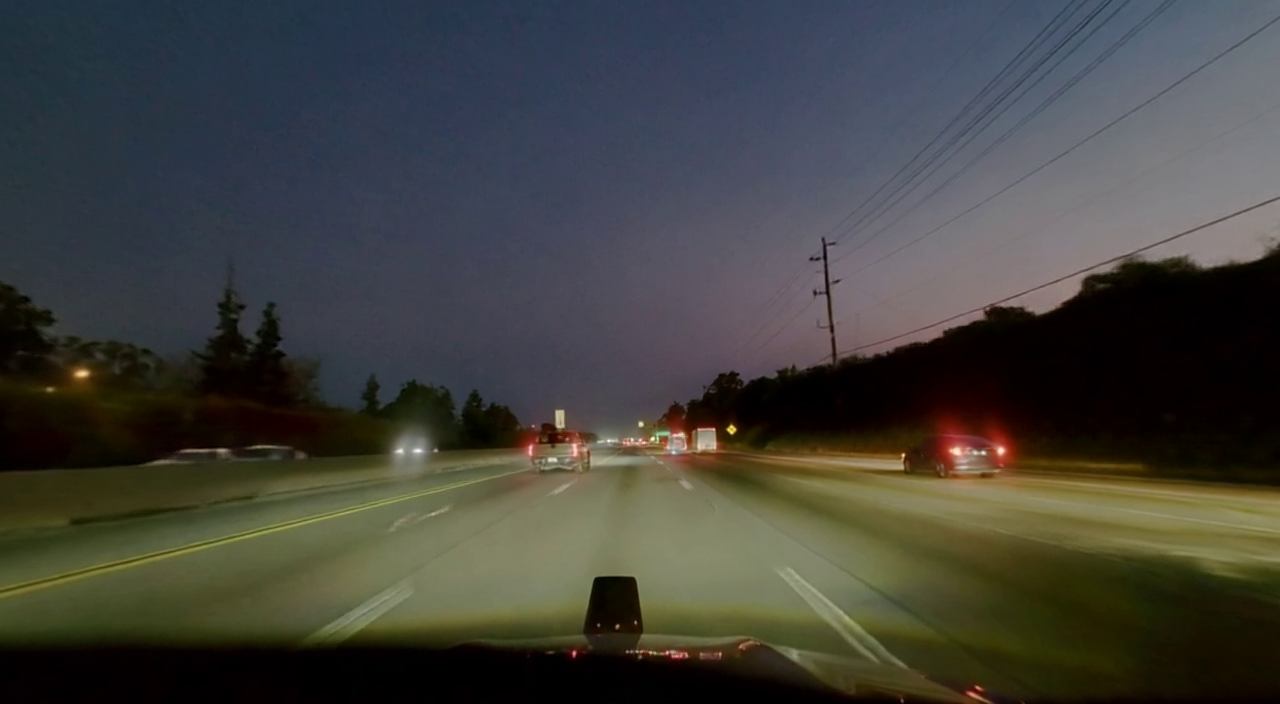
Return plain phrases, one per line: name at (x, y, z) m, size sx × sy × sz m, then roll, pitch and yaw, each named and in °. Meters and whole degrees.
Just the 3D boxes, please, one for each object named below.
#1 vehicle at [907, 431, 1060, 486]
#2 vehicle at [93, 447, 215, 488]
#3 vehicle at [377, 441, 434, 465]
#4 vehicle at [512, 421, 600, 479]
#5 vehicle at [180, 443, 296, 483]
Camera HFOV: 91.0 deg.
vehicle at (10.396, 3.256, 19.560) m, size 2.076 × 1.470 × 4.644 m, roll 0°, pitch -9°, yaw -1°
vehicle at (-21.901, 5.187, 28.638) m, size 1.892 × 1.704 × 4.500 m, roll 0°, pitch -9°, yaw 0°
vehicle at (-17.874, 7.728, 48.333) m, size 2.245 × 1.774 × 5.296 m, roll 0°, pitch -9°, yaw 1°
vehicle at (-3.159, 3.930, 25.294) m, size 2.508 × 2.023 × 6.176 m, roll 0°, pitch -9°, yaw 2°
vehicle at (-18.114, 4.997, 28.687) m, size 2.145 × 1.623 × 4.693 m, roll 0°, pitch -9°, yaw 0°
